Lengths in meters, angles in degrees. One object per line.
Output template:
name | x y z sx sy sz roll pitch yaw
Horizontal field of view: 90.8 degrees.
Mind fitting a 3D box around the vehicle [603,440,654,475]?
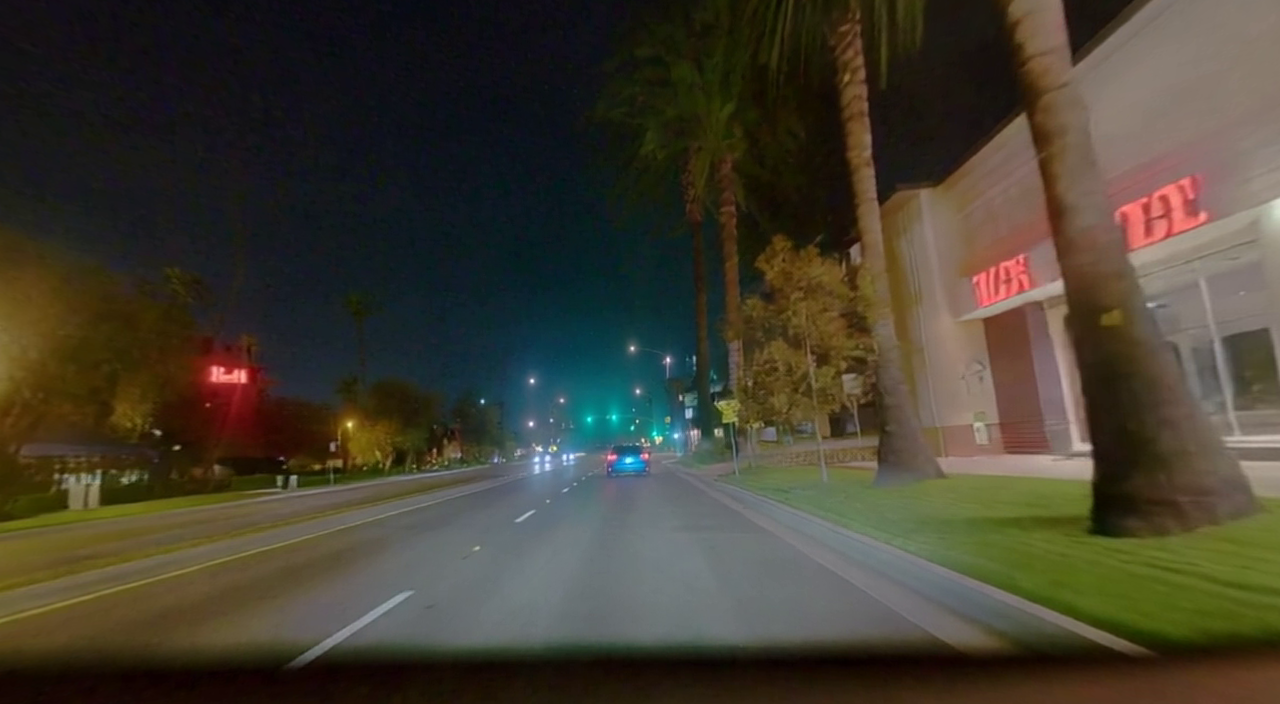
vehicle | -0.505 4.863 29.337 2.156 1.462 4.495 0 -8 0
